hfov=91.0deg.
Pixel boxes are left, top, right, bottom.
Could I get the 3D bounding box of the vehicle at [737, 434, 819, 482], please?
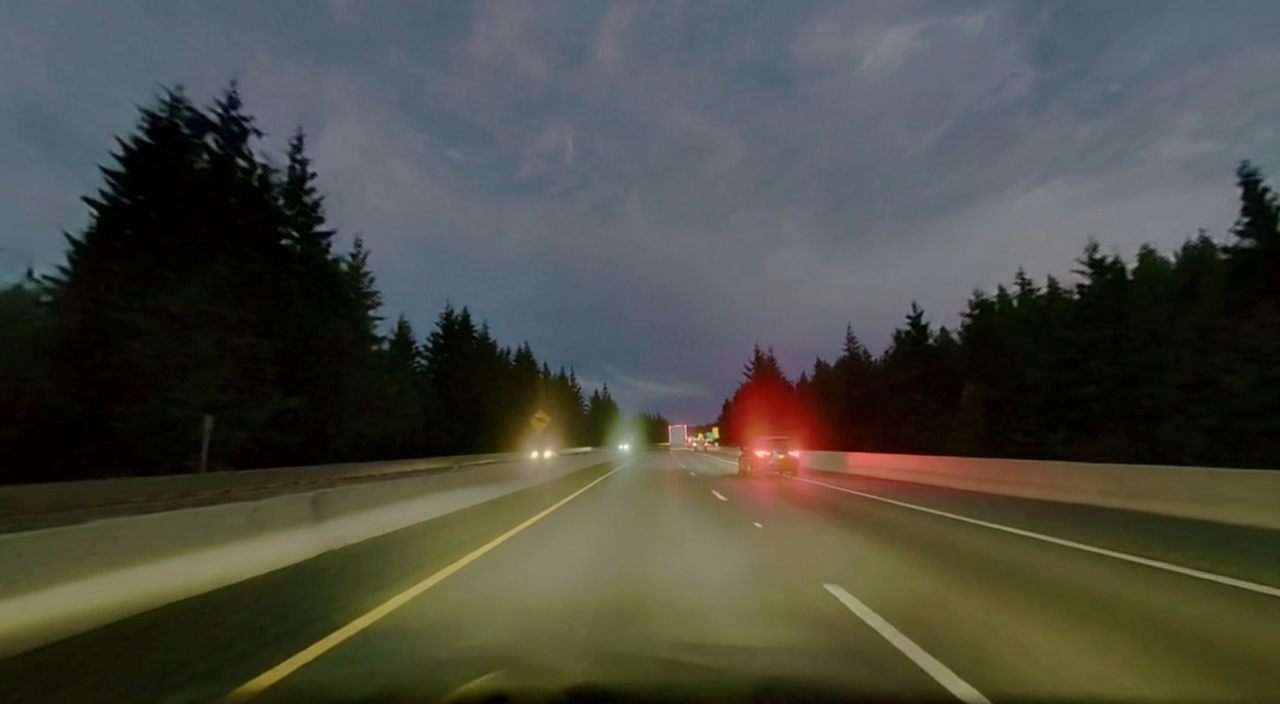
[{"bbox_3d":[4.749,3.708,22.305,1.954,1.550,4.140,0,-8,0],"label":"vehicle"}]
